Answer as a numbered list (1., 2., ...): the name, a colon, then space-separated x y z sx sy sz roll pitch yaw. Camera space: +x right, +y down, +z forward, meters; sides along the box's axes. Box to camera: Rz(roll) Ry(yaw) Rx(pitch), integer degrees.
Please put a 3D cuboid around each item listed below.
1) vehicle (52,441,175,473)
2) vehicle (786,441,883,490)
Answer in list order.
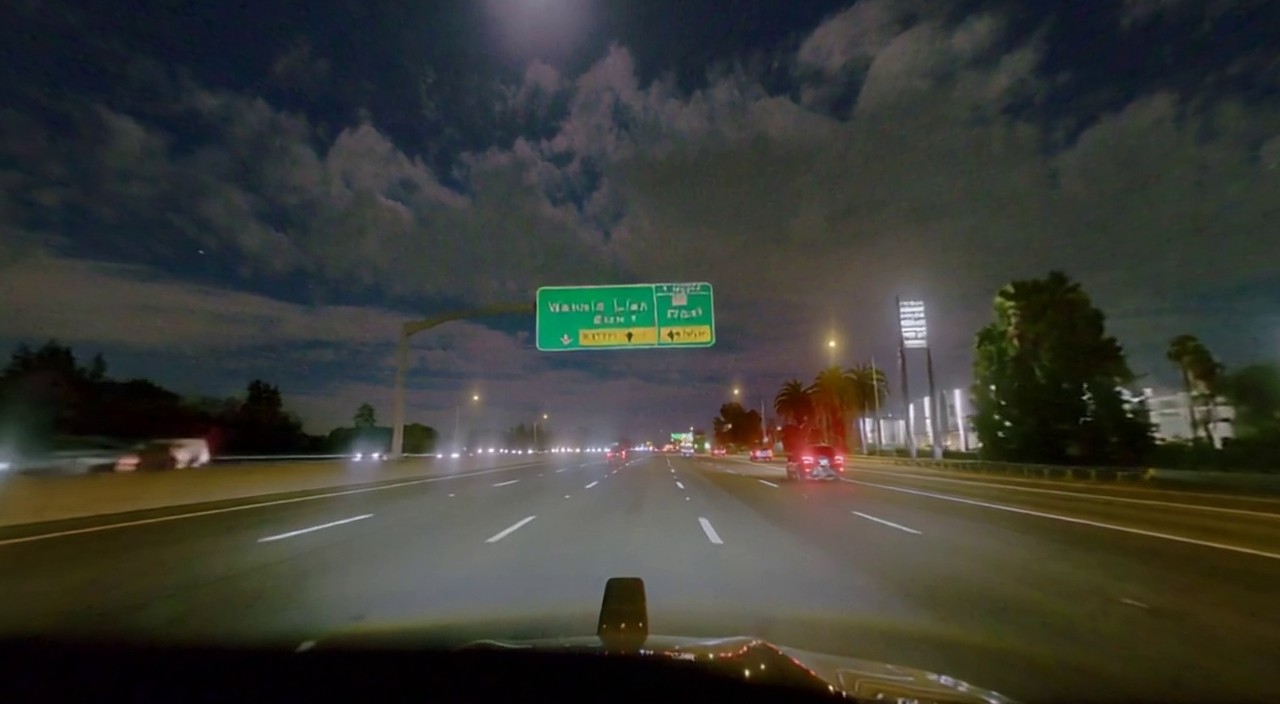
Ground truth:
1. vehicle: -25.456 5.068 30.748 1.804 1.447 4.646 -1 -8 3
2. vehicle: 6.861 4.039 22.872 2.071 1.543 4.702 0 -8 1
